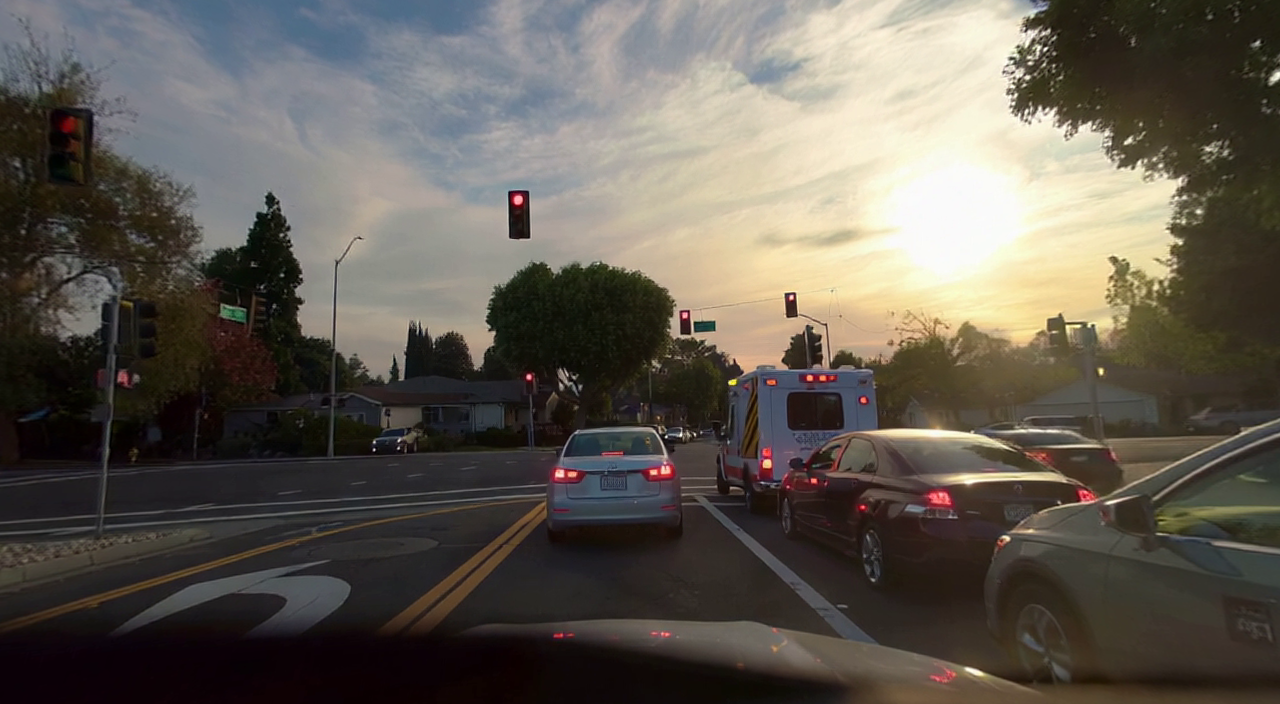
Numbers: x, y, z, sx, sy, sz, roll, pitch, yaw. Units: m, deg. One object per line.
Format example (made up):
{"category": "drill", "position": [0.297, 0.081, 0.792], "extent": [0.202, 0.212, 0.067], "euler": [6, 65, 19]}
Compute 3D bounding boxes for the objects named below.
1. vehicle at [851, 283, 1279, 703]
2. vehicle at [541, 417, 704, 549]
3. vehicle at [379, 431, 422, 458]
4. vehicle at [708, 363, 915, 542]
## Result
{"category": "vehicle", "position": [2.857, 0.893, 2.862], "extent": [2.194, 1.820, 4.652], "euler": [0, -8, 0]}
{"category": "vehicle", "position": [-0.261, 1.986, 10.187], "extent": [2.114, 1.707, 3.725], "euler": [0, -8, -1]}
{"category": "vehicle", "position": [-17.718, 6.882, 46.861], "extent": [2.246, 1.880, 4.454], "euler": [1, -8, -12]}
{"category": "vehicle", "position": [2.881, 1.904, 12.366], "extent": [2.406, 2.687, 5.521], "euler": [0, -8, 0]}
